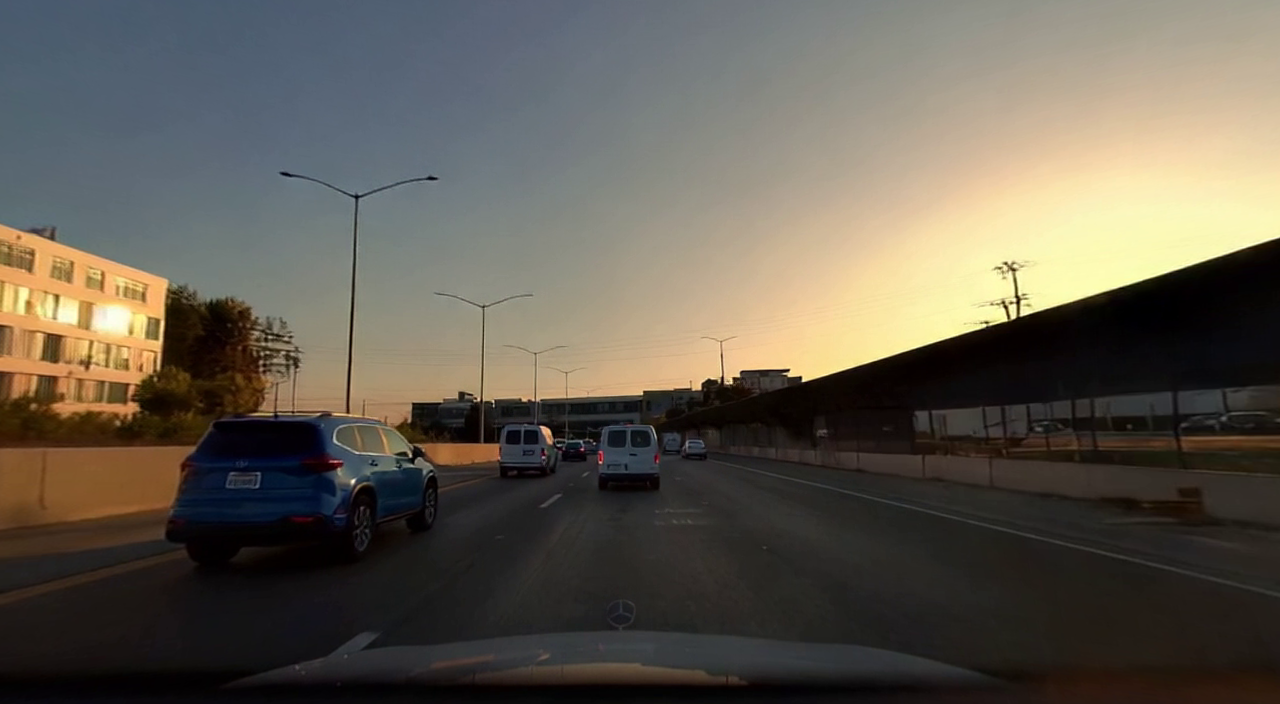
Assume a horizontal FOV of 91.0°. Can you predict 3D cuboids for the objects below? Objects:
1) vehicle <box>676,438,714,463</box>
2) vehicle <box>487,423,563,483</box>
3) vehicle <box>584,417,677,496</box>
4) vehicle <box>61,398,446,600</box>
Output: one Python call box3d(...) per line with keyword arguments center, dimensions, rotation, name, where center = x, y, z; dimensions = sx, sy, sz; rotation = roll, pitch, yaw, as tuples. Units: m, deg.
box3d(center=(3.600, 6.490, 41.621), dimensions=(1.999, 1.494, 3.833), rotation=(0, -8, -3), name="vehicle")
box3d(center=(-4.095, 3.666, 23.119), dimensions=(2.038, 1.936, 4.300), rotation=(0, -8, -1), name="vehicle")
box3d(center=(-0.298, 2.902, 17.883), dimensions=(2.304, 1.925, 4.282), rotation=(0, -8, -1), name="vehicle")
box3d(center=(-3.992, 1.562, 7.638), dimensions=(1.972, 1.703, 4.333), rotation=(0, -8, -1), name="vehicle")
